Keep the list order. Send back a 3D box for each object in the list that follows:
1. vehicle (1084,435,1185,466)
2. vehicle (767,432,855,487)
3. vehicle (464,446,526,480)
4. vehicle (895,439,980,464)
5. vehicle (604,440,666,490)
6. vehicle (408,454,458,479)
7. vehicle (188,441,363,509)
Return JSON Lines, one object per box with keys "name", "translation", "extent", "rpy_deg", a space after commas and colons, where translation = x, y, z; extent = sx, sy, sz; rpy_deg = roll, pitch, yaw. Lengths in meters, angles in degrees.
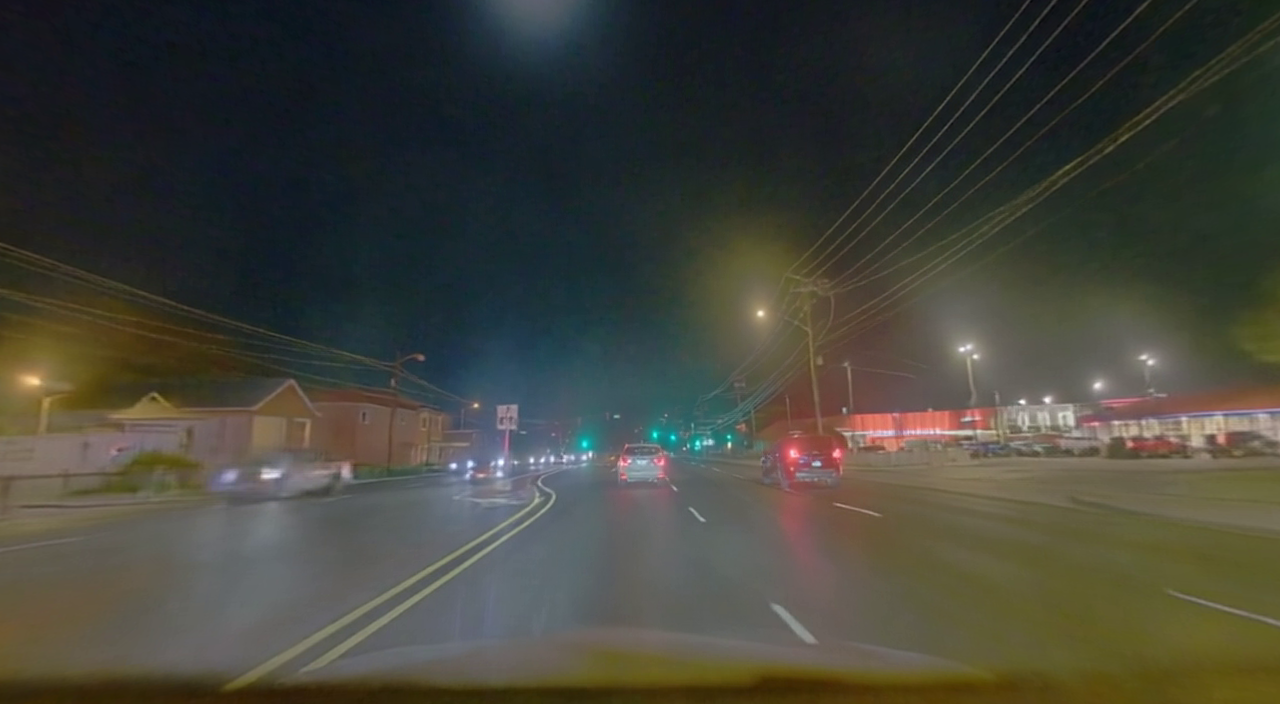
{"name": "vehicle", "translation": [30.426, 6.076, 38.851], "extent": [4.557, 1.635, 1.935], "rpy_deg": [-3, -8, -3]}
{"name": "vehicle", "translation": [6.348, 4.051, 23.966], "extent": [2.061, 1.889, 4.268], "rpy_deg": [0, -9, -1]}
{"name": "vehicle", "translation": [-8.014, 6.169, 35.343], "extent": [2.283, 1.715, 4.918], "rpy_deg": [-1, -9, 1]}
{"name": "vehicle", "translation": [18.942, 6.360, 40.178], "extent": [4.415, 1.519, 1.907], "rpy_deg": [0, -9, 1]}
{"name": "vehicle", "translation": [-0.212, 4.255, 23.978], "extent": [2.138, 1.702, 4.168], "rpy_deg": [0, -9, -1]}
{"name": "vehicle", "translation": [-14.524, 8.020, 44.456], "extent": [1.950, 1.611, 4.472], "rpy_deg": [0, -9, 0]}
{"name": "vehicle", "translation": [-11.310, 3.844, 20.261], "extent": [2.193, 1.851, 5.705], "rpy_deg": [0, -9, 0]}
